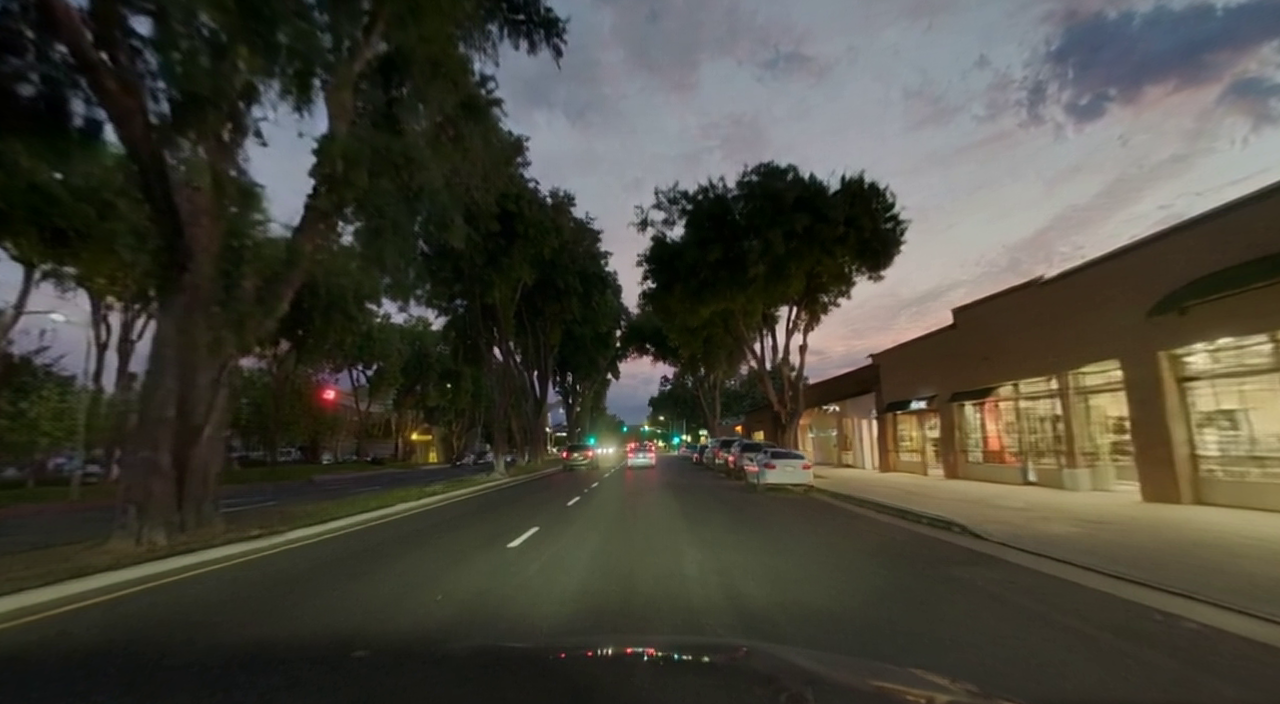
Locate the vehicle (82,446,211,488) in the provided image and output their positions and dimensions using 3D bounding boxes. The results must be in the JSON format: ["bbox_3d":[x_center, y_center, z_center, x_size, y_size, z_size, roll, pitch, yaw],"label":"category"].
[{"bbox_3d":[-27.031,6.276,34.900,2.231,2.124,5.680,-1,-9,4],"label":"vehicle"}]

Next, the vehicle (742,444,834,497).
[{"bbox_3d":[4.513,3.663,19.916,1.896,1.451,4.329,0,-9,1],"label":"vehicle"}]

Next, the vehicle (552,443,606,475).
[{"bbox_3d":[-2.977,5.318,31.628,2.151,1.484,4.468,0,-9,2],"label":"vehicle"}]

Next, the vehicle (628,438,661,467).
[{"bbox_3d":[0.317,6.585,41.345,2.075,1.770,4.018,0,-9,1],"label":"vehicle"}]
